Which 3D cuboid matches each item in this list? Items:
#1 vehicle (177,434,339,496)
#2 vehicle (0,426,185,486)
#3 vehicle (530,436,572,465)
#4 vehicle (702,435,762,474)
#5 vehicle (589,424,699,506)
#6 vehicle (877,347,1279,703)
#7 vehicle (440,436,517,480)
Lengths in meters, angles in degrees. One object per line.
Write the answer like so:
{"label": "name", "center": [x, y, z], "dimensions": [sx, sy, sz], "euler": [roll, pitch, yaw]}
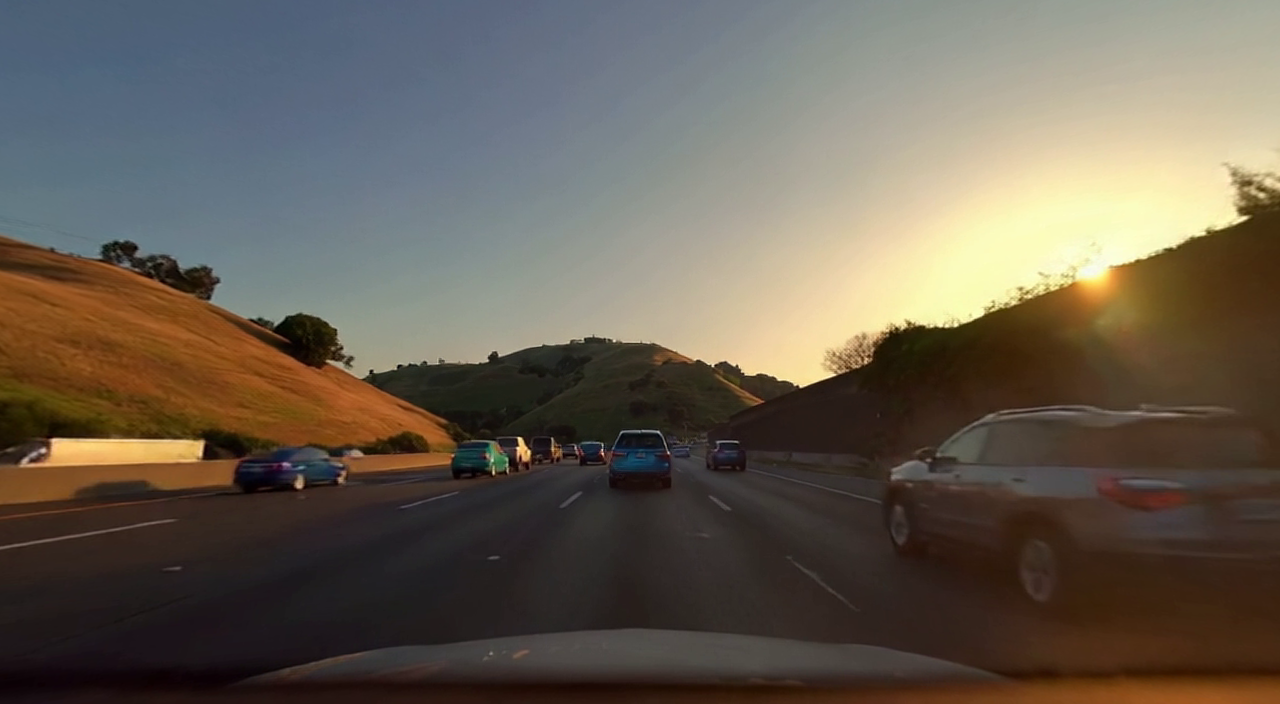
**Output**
{"label": "vehicle", "center": [-11.452, 3.413, 19.402], "dimensions": [1.999, 1.643, 4.717], "euler": [0, -9, 0]}
{"label": "vehicle", "center": [-31.966, 5.951, 36.553], "dimensions": [2.962, 2.915, 11.161], "euler": [0, -9, 0]}
{"label": "vehicle", "center": [-6.441, 7.194, 46.227], "dimensions": [2.294, 1.982, 5.040], "euler": [0, -9, 1]}
{"label": "vehicle", "center": [4.652, 5.294, 32.797], "dimensions": [2.204, 1.852, 5.845], "euler": [0, -9, 0]}
{"label": "vehicle", "center": [0.094, 2.849, 16.294], "dimensions": [2.447, 1.804, 4.273], "euler": [0, -9, 0]}
{"label": "vehicle", "center": [3.904, 1.174, 5.198], "dimensions": [2.092, 1.723, 4.629], "euler": [0, -9, 0]}
{"label": "vehicle", "center": [-6.765, 4.498, 26.975], "dimensions": [2.024, 1.706, 4.462], "euler": [0, -9, 1]}
